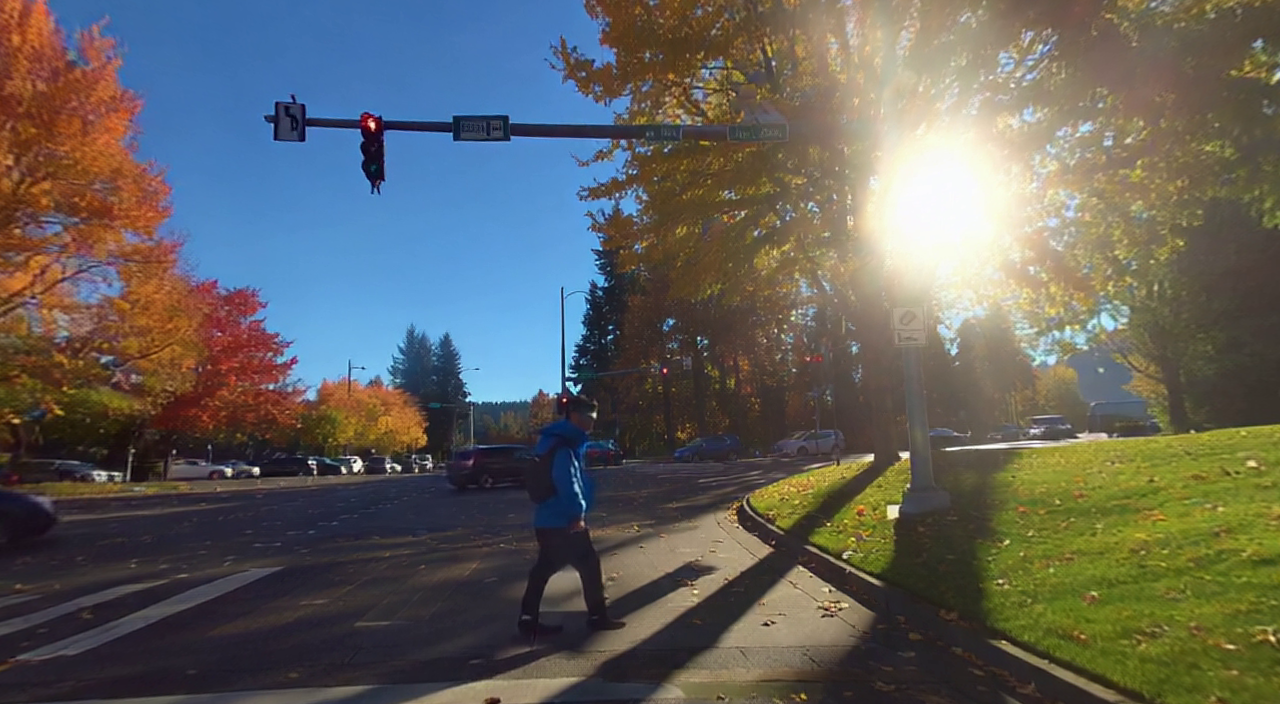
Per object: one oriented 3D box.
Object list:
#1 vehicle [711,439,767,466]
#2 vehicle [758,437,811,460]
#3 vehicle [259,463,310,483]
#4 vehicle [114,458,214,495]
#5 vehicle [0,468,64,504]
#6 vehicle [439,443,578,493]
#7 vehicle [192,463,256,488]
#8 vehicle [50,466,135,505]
[{"bbox_3d":[6.969,7.024,43.947,1.867,1.743,4.259,-8,-11,39],"label":"vehicle"},{"bbox_3d":[11.461,7.584,49.363,1.979,1.659,4.907,-8,-11,39],"label":"vehicle"},{"bbox_3d":[-28.141,9.570,49.746,1.776,1.452,3.920,0,-9,0],"label":"vehicle"},{"bbox_3d":[-27.859,7.260,36.943,2.064,1.913,5.081,0,-9,-4],"label":"vehicle"},{"bbox_3d":[-30.340,6.444,30.321,1.800,1.520,3.968,2,-9,-14],"label":"vehicle"},{"bbox_3d":[-4.602,4.087,22.581,1.915,1.586,4.734,-7,-11,38],"label":"vehicle"},{"bbox_3d":[-28.564,8.474,43.174,1.768,1.465,3.972,0,-9,-1],"label":"vehicle"},{"bbox_3d":[-25.441,6.157,29.278,1.694,1.528,4.225,3,-9,-24],"label":"vehicle"}]
